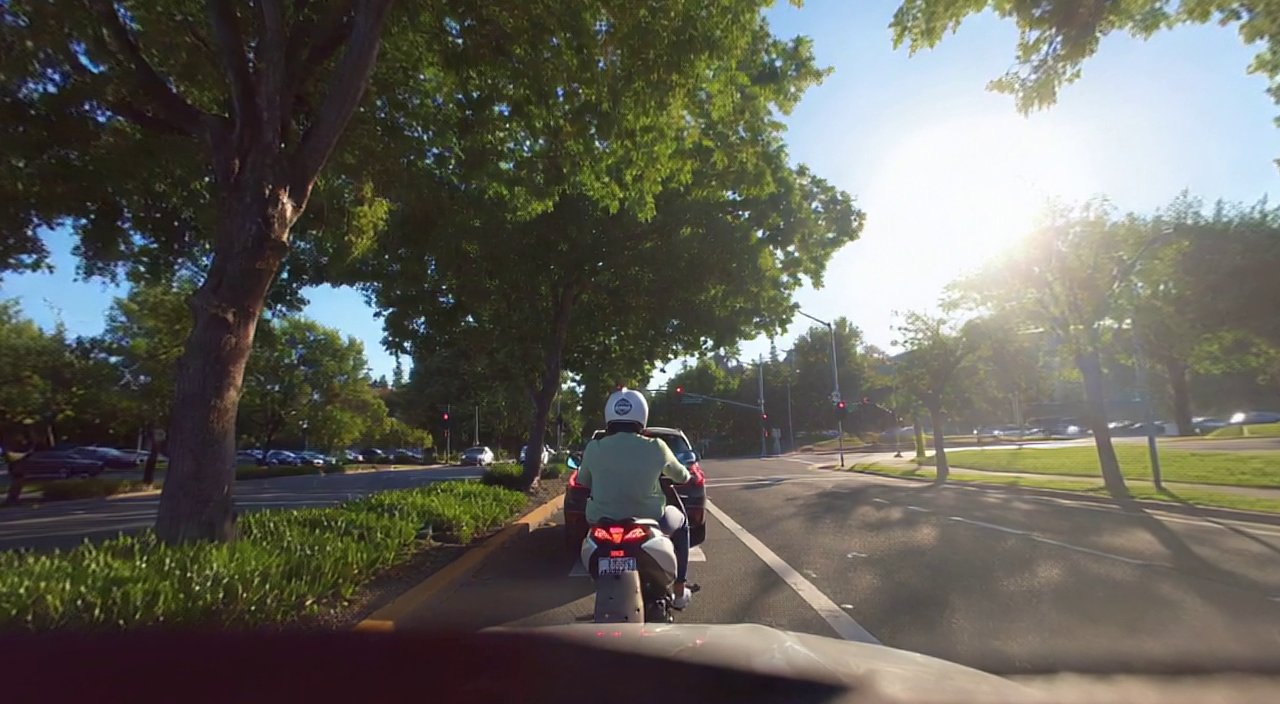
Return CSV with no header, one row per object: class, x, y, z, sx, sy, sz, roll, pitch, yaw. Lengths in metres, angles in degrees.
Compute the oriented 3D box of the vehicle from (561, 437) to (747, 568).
vehicle,0.120,2.024,9.405,2.093,1.450,4.437,0,-8,-1
